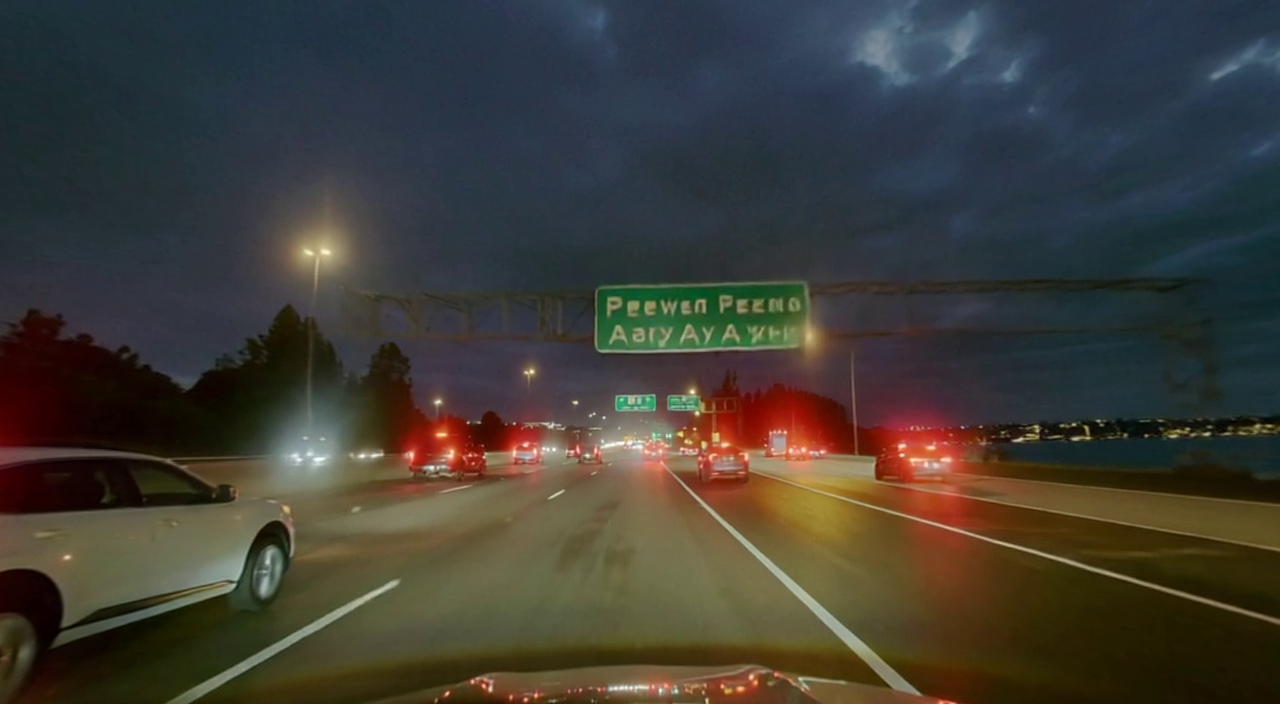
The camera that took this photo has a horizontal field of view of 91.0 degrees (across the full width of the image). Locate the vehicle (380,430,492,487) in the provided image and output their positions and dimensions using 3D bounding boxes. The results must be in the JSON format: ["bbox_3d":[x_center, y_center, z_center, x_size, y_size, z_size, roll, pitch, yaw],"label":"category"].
[{"bbox_3d":[-7.511,3.979,23.924,2.250,1.870,5.647,0,-9,1],"label":"vehicle"}]

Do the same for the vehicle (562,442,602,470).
[{"bbox_3d":[-3.787,6.856,41.696,2.132,1.708,4.571,0,-9,1],"label":"vehicle"}]

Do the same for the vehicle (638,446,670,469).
[{"bbox_3d":[1.009,7.484,44.901,2.153,1.510,4.646,0,-9,2],"label":"vehicle"}]

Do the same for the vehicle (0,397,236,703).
[{"bbox_3d":[-4.191,0.917,2.566,2.027,1.547,4.511,0,-9,1],"label":"vehicle"}]
